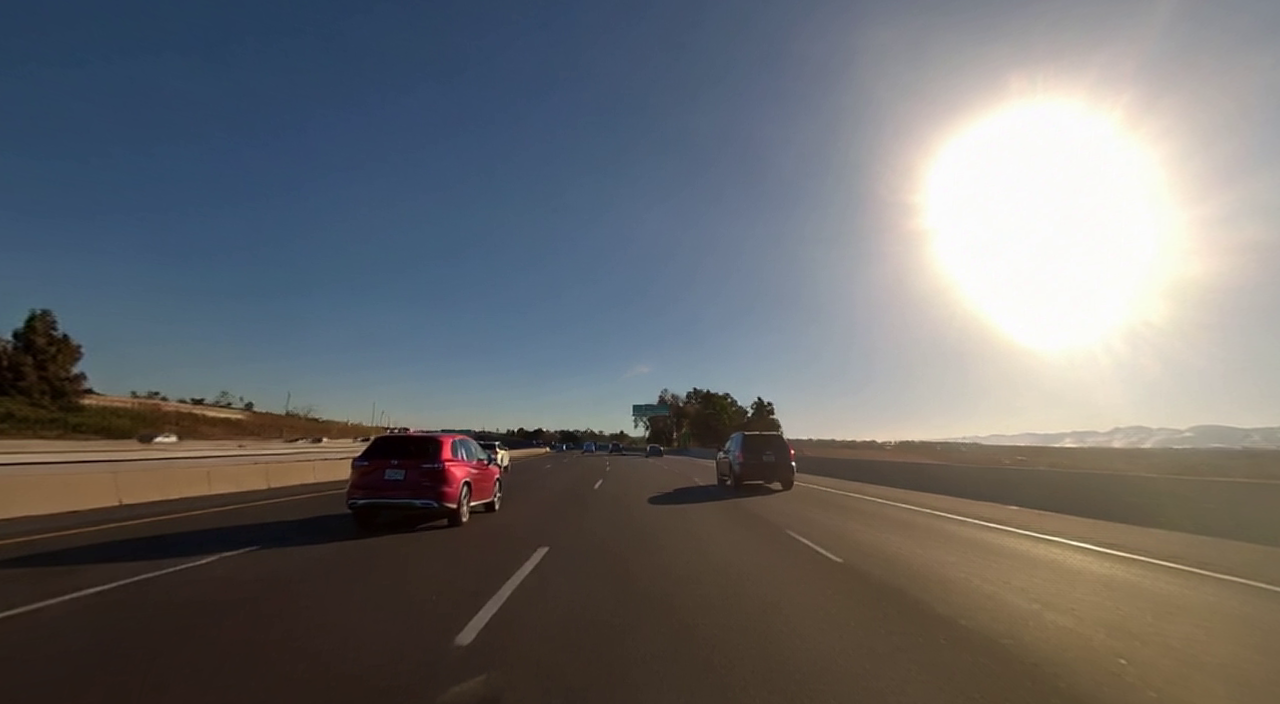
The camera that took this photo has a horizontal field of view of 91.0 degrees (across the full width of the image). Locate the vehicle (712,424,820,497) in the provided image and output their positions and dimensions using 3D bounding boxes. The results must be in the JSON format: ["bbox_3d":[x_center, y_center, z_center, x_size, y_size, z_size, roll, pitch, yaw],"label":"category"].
[{"bbox_3d":[3.509,3.142,18.568,2.153,1.860,4.689,0,-8,-1],"label":"vehicle"}]

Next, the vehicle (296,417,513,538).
[{"bbox_3d":[-3.898,2.168,11.502,2.214,1.743,4.465,0,-8,0],"label":"vehicle"}]
